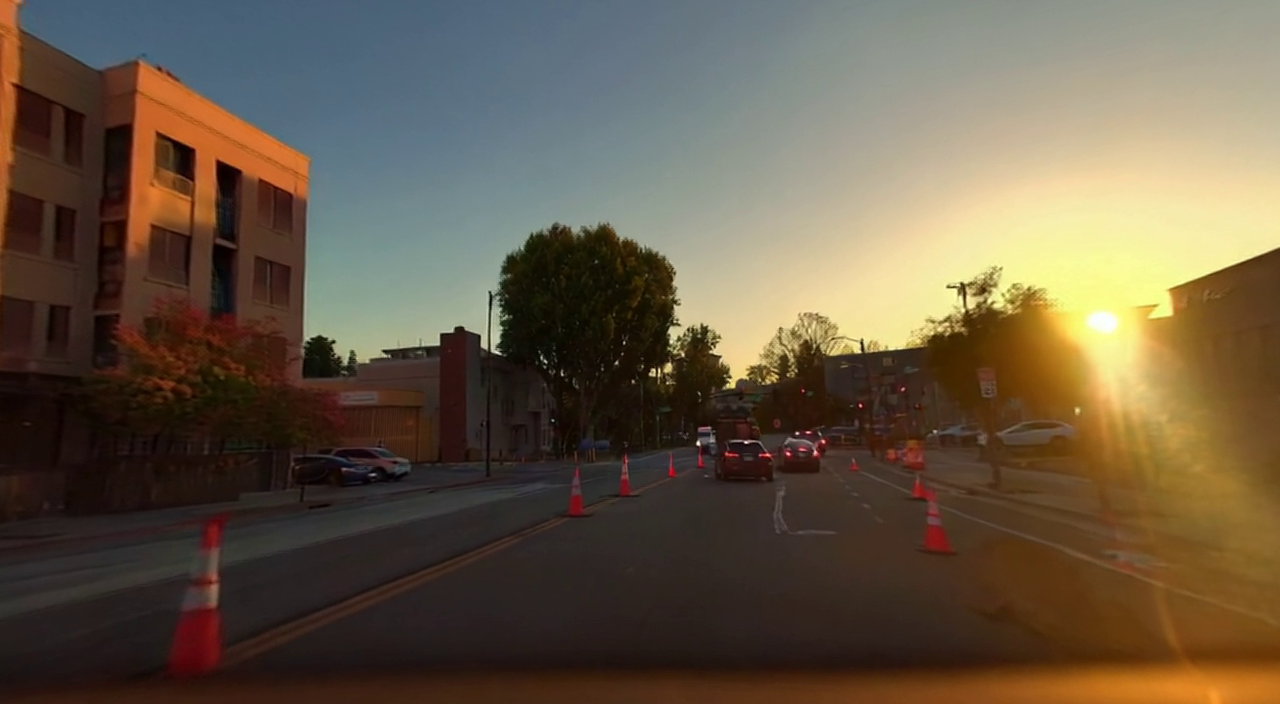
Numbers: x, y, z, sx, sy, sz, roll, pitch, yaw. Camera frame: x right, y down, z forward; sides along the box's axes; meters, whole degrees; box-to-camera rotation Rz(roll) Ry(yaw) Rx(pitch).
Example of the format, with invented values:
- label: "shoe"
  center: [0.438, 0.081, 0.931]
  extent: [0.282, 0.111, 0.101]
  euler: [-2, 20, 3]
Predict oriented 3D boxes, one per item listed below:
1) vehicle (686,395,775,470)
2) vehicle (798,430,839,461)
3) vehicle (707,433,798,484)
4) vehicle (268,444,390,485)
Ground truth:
- label: "vehicle"
  center: [5.305, 4.508, 34.360]
  extent: [2.977, 3.271, 12.748]
  euler: [-3, -9, 16]
- label: "vehicle"
  center: [12.075, 6.311, 42.570]
  extent: [2.110, 1.942, 4.376]
  euler: [-4, -9, 22]
- label: "vehicle"
  center: [3.630, 3.519, 21.188]
  extent: [2.159, 1.506, 4.086]
  euler: [0, -8, -2]
- label: "vehicle"
  center: [-13.542, 4.879, 27.618]
  extent: [4.397, 1.698, 1.932]
  euler: [-2, -9, 12]
